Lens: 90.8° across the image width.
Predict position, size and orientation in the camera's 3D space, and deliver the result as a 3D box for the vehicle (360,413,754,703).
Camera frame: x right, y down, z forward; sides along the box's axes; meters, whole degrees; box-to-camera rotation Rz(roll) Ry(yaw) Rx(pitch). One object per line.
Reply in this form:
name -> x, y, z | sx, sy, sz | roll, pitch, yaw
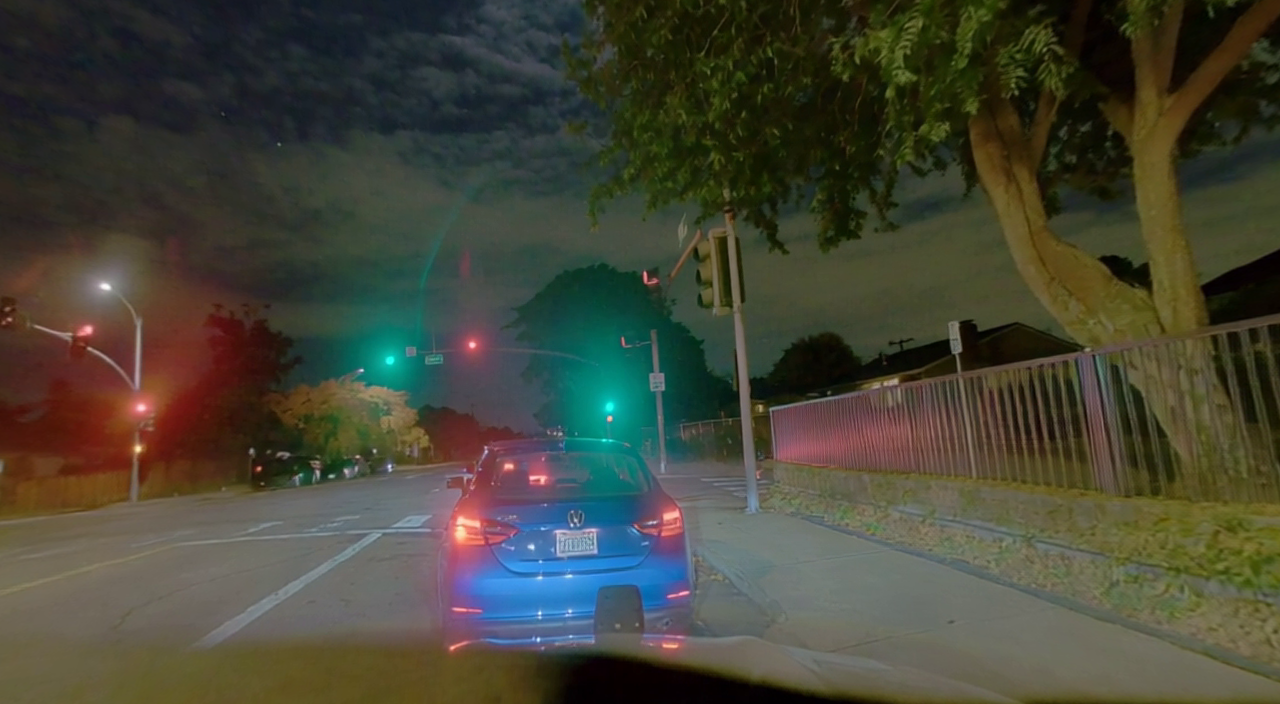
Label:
vehicle -> -0.680, 1.352, 5.181 | 2.024, 1.502, 3.702 | 1, -9, -9
